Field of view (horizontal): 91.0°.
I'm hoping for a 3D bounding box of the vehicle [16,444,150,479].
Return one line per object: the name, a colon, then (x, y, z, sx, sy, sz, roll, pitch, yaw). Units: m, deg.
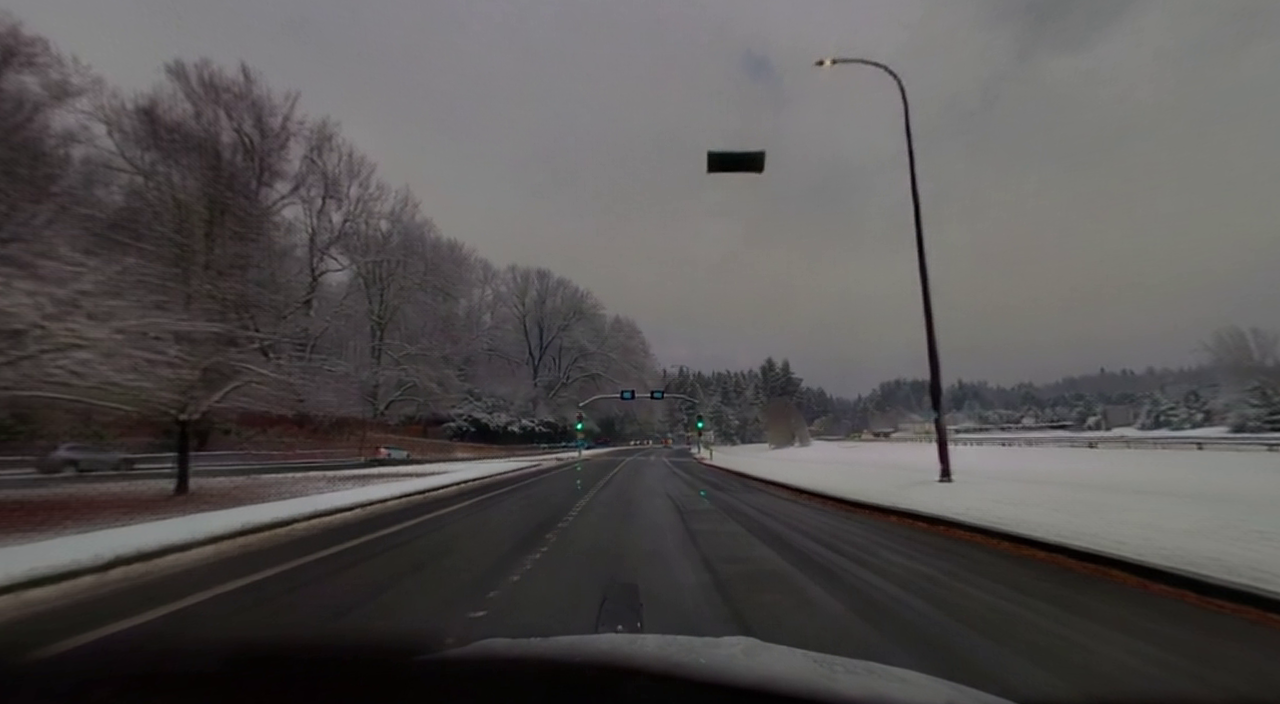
vehicle: (-33.821, 6.604, 38.493, 2.242, 1.955, 5.600, -3, -9, 19)
